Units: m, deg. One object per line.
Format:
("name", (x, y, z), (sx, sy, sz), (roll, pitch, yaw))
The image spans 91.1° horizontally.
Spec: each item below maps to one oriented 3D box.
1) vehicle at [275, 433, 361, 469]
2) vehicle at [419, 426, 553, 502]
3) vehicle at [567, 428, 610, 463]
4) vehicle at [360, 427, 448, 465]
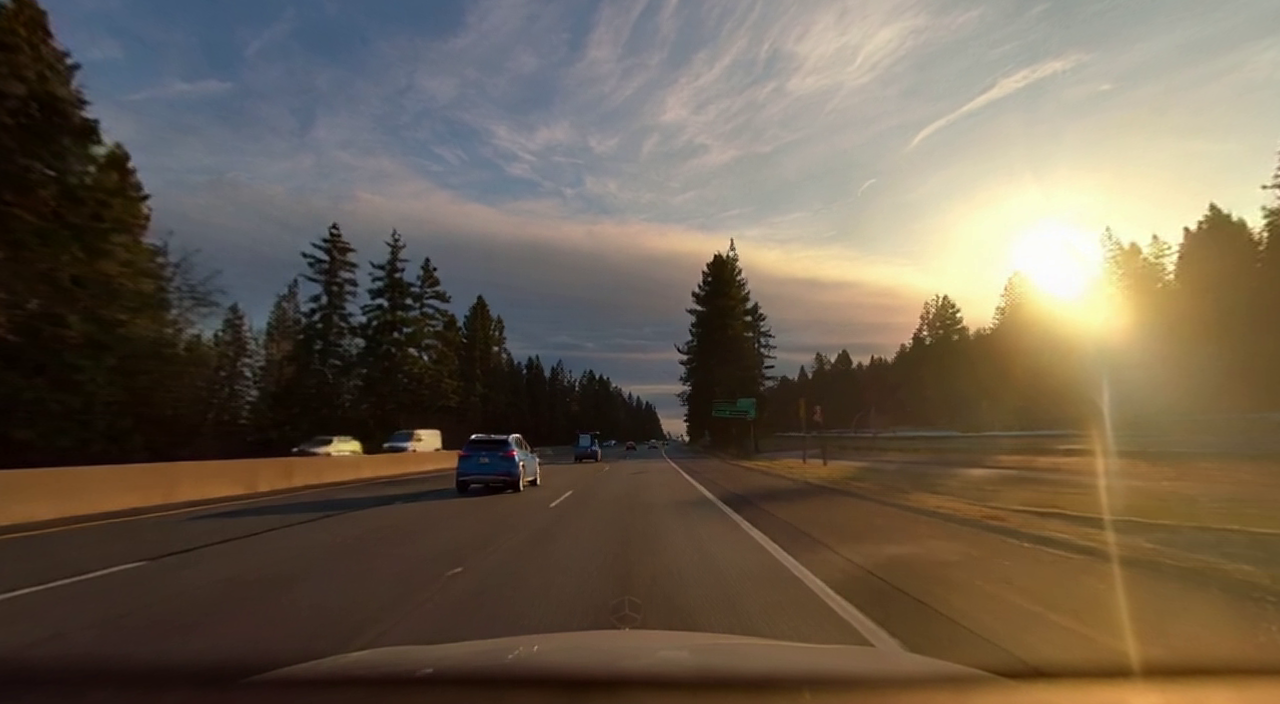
("vehicle", (-17.146, 5.303, 33.714), (2.072, 1.769, 4.653), (0, -8, 1))
("vehicle", (-3.612, 2.733, 15.770), (2.053, 1.589, 4.671), (0, -8, 2))
("vehicle", (-3.262, 6.040, 40.690), (2.241, 2.095, 4.985), (0, -8, 2))
("vehicle", (-12.736, 5.144, 34.427), (2.332, 1.841, 5.962), (0, -8, 2))
